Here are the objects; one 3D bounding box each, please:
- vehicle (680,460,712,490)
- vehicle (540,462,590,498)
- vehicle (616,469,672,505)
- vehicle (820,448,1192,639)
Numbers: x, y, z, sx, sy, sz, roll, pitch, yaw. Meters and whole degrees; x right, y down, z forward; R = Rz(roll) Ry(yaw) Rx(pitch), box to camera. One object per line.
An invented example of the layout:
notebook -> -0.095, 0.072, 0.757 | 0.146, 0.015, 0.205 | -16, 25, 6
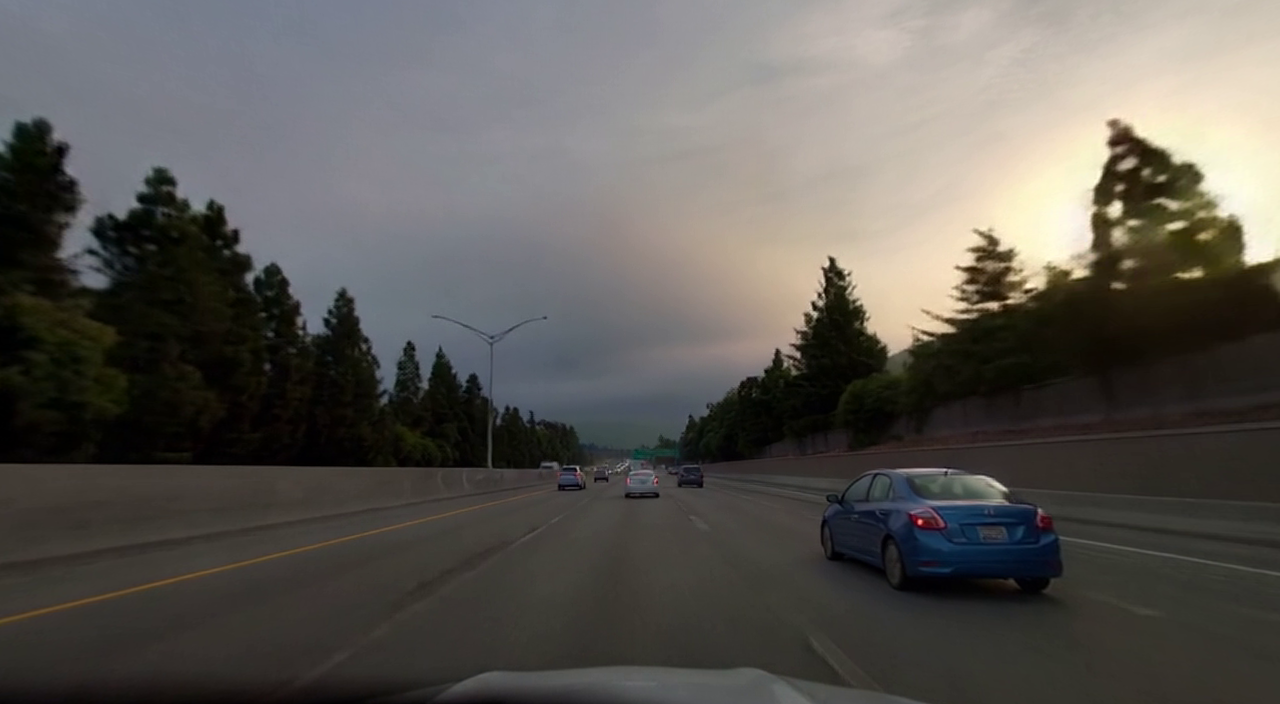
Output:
vehicle -> 4.243, 9.423, 48.526 | 2.030, 2.172, 3.621 | 1, -10, -2
vehicle -> -3.840, 6.692, 33.056 | 2.021, 1.706, 4.247 | 1, -10, 1
vehicle -> 0.188, 5.837, 27.542 | 2.241, 1.425, 3.973 | 1, -10, 0
vehicle -> 3.641, 1.970, 7.273 | 1.938, 1.561, 3.786 | 1, -10, -1
